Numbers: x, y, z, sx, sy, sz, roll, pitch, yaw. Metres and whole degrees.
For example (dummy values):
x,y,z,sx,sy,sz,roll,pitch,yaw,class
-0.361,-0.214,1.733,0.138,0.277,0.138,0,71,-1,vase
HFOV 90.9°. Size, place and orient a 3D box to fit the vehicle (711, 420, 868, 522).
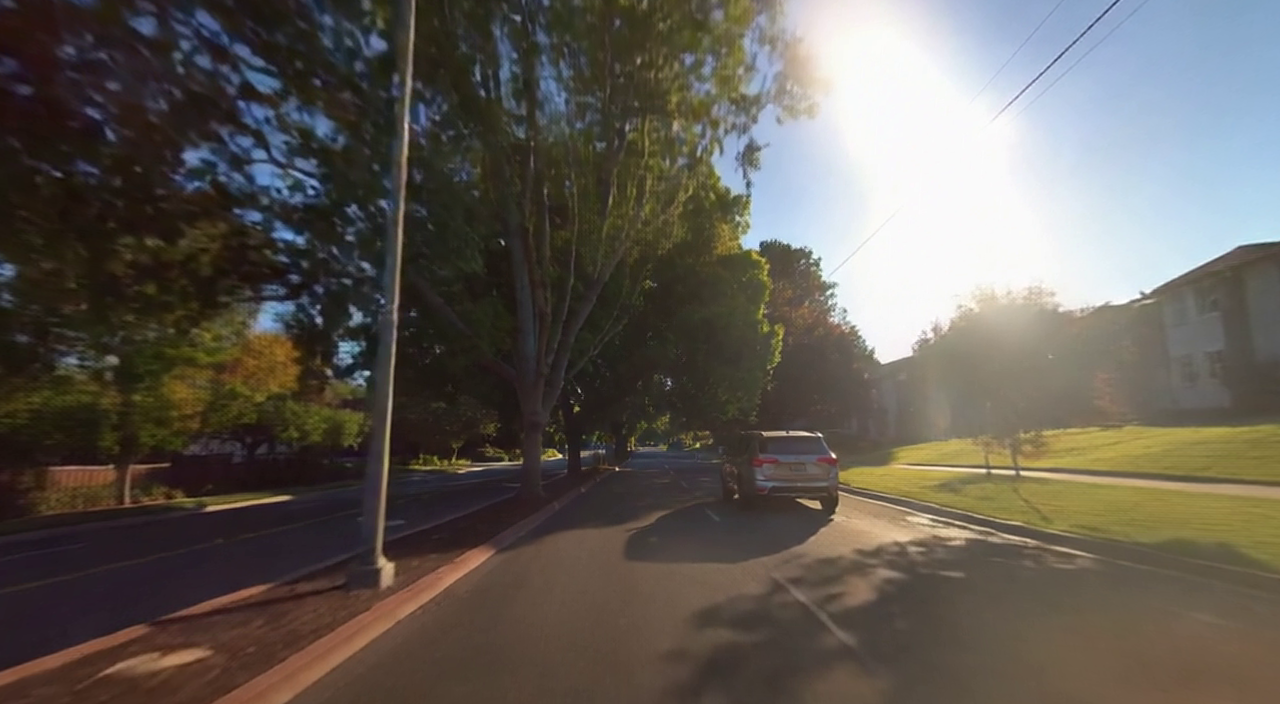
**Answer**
x,y,z,sx,sy,sz,roll,pitch,yaw,class
2.912,2.462,13.534,2.180,1.773,4.639,0,-9,-1,vehicle
